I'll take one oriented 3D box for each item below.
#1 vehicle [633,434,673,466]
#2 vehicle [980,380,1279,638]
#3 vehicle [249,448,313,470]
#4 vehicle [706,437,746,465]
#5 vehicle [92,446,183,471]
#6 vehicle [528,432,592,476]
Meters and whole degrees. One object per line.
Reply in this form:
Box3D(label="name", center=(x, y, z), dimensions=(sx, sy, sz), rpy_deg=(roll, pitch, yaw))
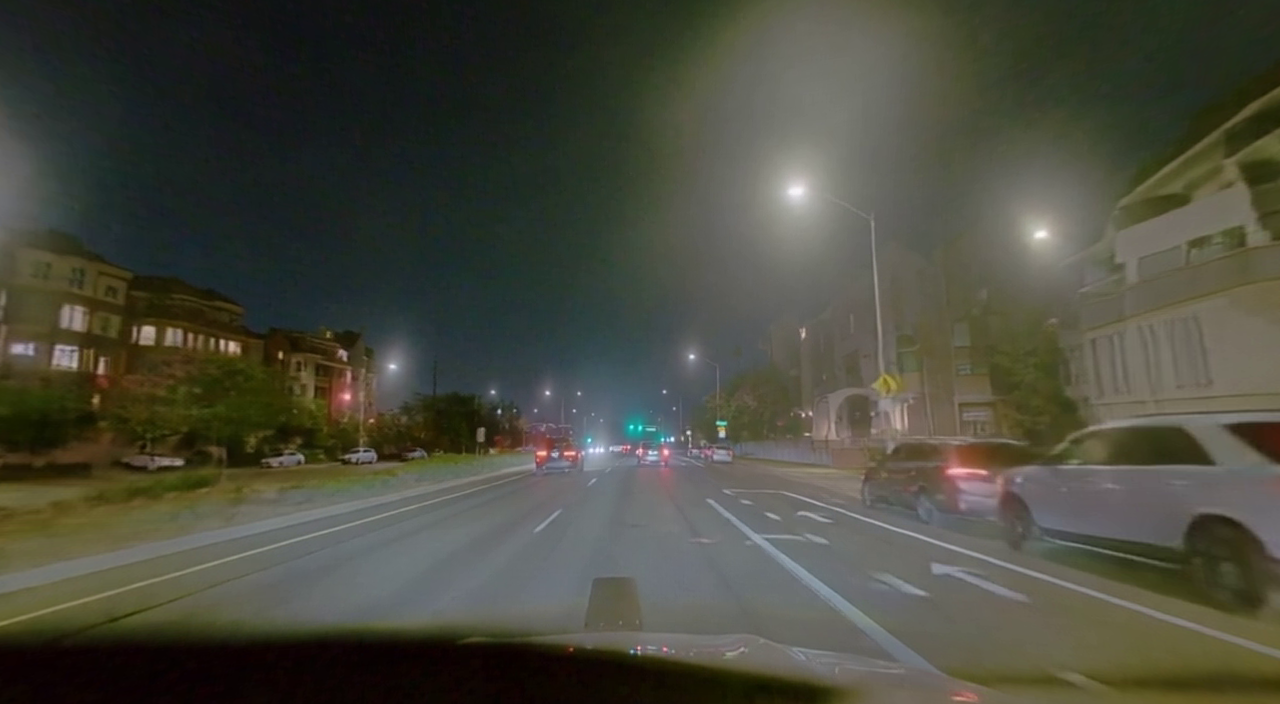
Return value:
Box3D(label="vehicle", center=(0.736, 6.016, 38.841), dimensions=(2.273, 1.851, 5.075), rpy_deg=(0, -9, 0))
Box3D(label="vehicle", center=(5.822, 1.334, 5.839), dimensions=(2.217, 1.874, 5.660), rpy_deg=(0, -9, 0))
Box3D(label="vehicle", center=(-25.506, 7.618, 45.031), dimensions=(1.839, 1.463, 4.705), rpy_deg=(0, -9, -1))
Box3D(label="vehicle", center=(5.950, 6.949, 44.386), dimensions=(2.154, 1.824, 4.782), rpy_deg=(0, -9, 0))
Box3D(label="vehicle", center=(-31.000, 6.568, 39.072), dimensions=(4.068, 1.522, 1.726), rpy_deg=(0, -9, -1))
Box3D(label="vehicle", center=(-3.434, 4.532, 28.094), dimensions=(2.233, 1.775, 4.491), rpy_deg=(0, -9, 0))
